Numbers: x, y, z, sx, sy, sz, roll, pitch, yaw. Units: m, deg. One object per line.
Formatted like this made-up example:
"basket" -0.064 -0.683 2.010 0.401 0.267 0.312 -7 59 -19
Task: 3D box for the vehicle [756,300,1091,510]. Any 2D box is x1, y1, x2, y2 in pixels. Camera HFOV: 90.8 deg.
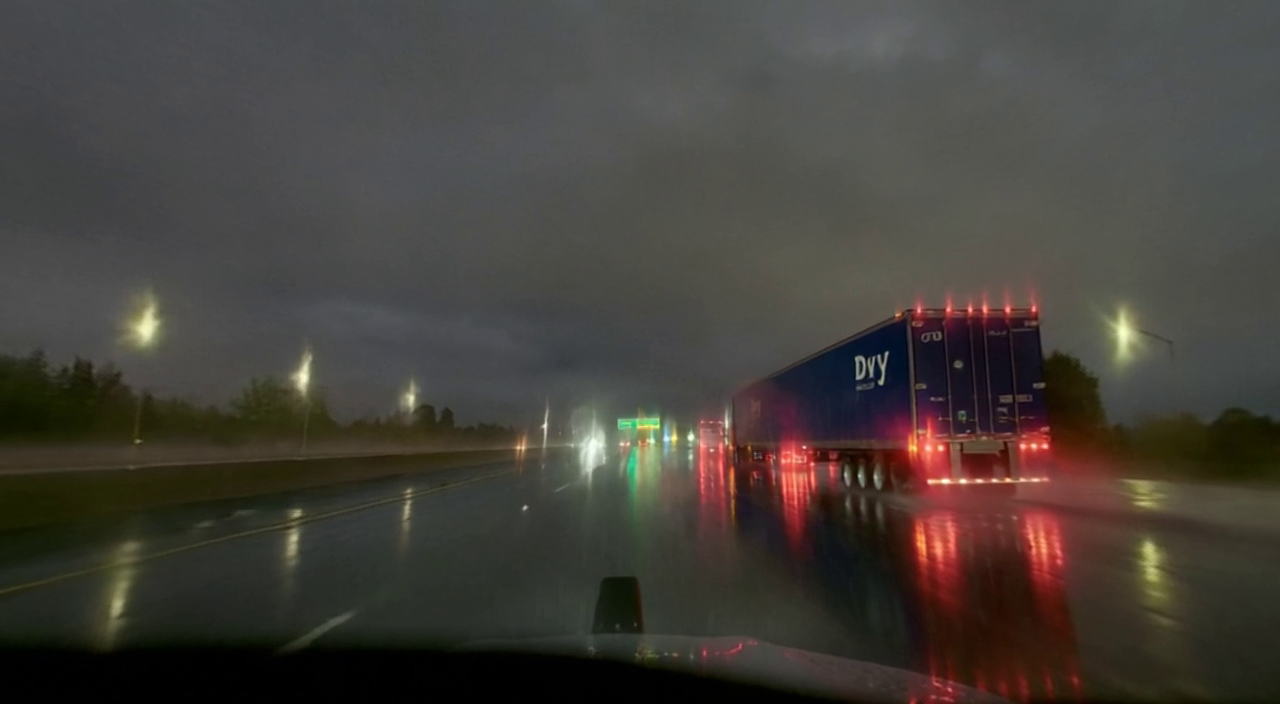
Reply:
"vehicle" 6.741 2.126 19.941 2.962 3.947 16.241 0 -8 -1
